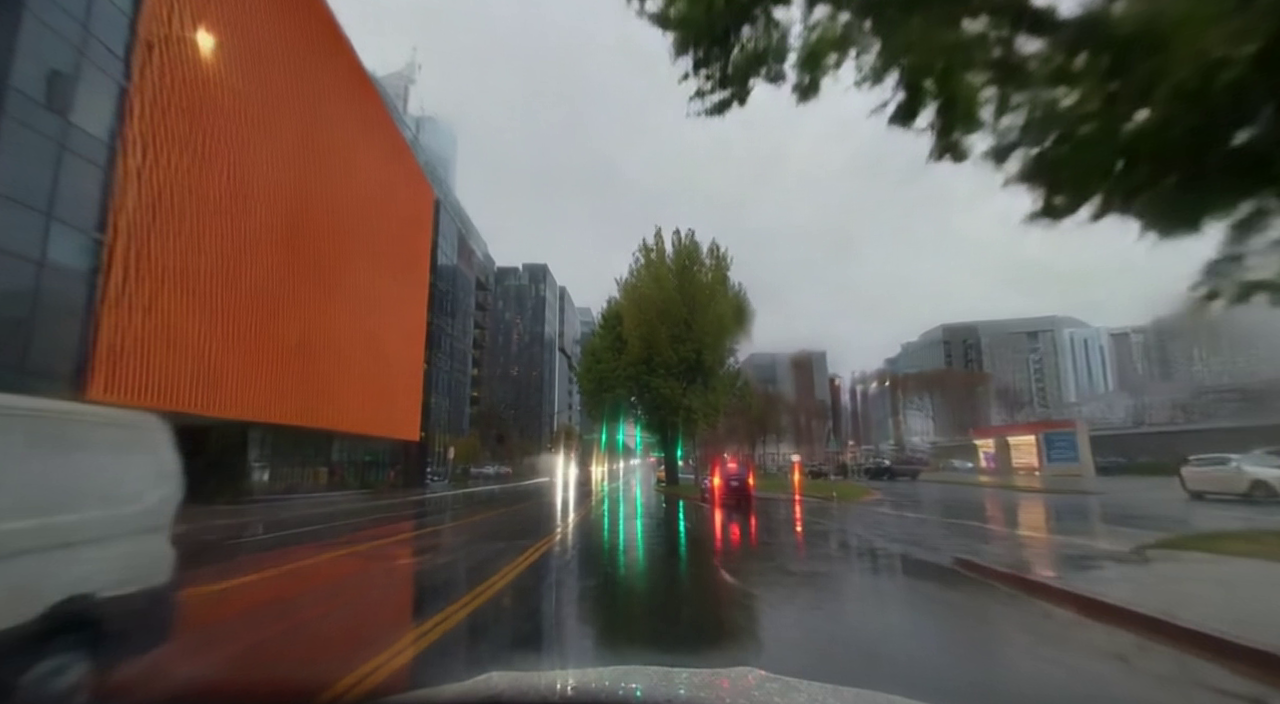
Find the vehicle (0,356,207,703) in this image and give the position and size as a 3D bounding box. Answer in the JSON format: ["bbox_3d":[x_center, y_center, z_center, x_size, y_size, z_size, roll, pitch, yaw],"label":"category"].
[{"bbox_3d":[-3.554,0.678,1.523,1.956,1.680,4.126,1,-10,1],"label":"vehicle"}]

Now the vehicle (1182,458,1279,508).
[{"bbox_3d":[17.805,3.734,18.142,2.767,1.307,1.673,-1,-10,2],"label":"vehicle"}]

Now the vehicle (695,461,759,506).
[{"bbox_3d":[3.152,4.845,23.493,1.899,1.470,3.666,1,-10,0],"label":"vehicle"}]
